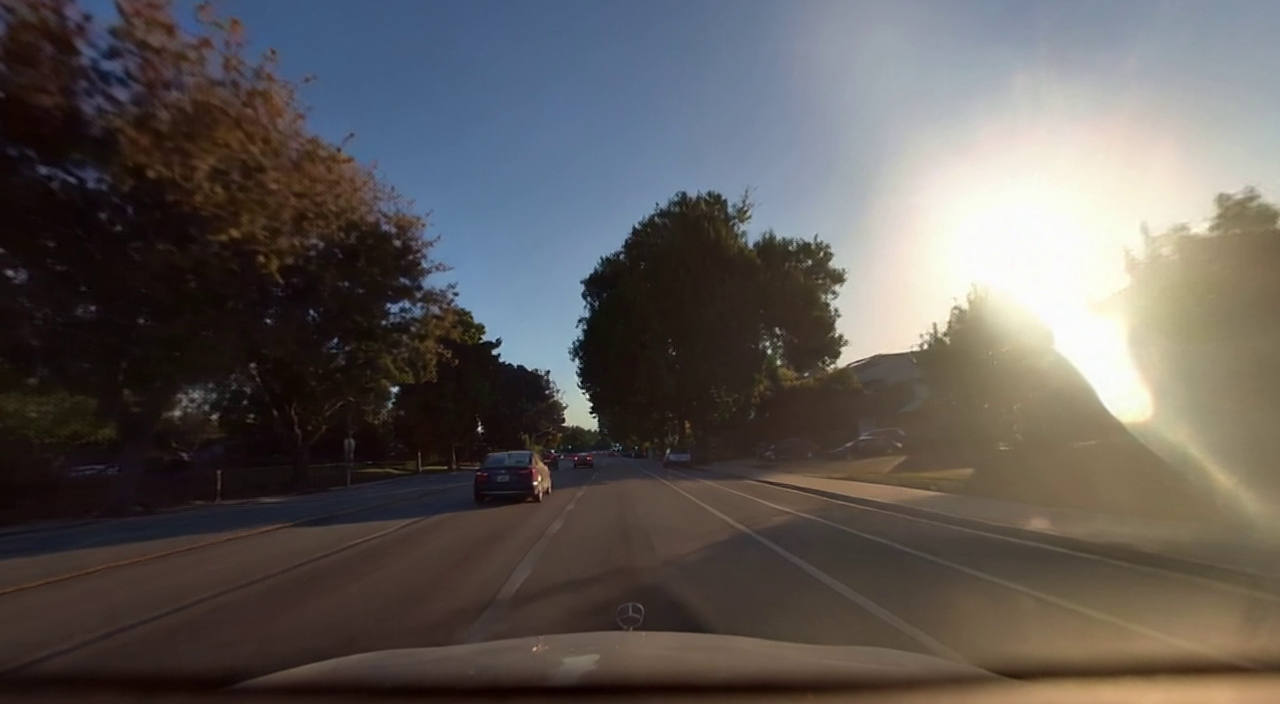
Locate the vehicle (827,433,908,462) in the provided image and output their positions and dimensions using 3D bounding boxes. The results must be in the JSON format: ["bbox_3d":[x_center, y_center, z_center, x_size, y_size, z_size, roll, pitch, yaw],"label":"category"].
[{"bbox_3d":[13.389,5.634,37.276,3.965,1.543,2.021,-2,-8,-2],"label":"vehicle"}]

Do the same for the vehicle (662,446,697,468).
[{"bbox_3d":[3.005,8.188,49.330,2.107,1.620,4.793,0,-9,-4],"label":"vehicle"}]

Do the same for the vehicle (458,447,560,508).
[{"bbox_3d":[-3.559,3.486,18.024,2.099,1.470,4.302,0,-8,-2],"label":"vehicle"}]

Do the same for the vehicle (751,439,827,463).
[{"bbox_3d":[10.569,7.027,44.912,4.766,1.585,2.020,0,-9,-5],"label":"vehicle"}]
